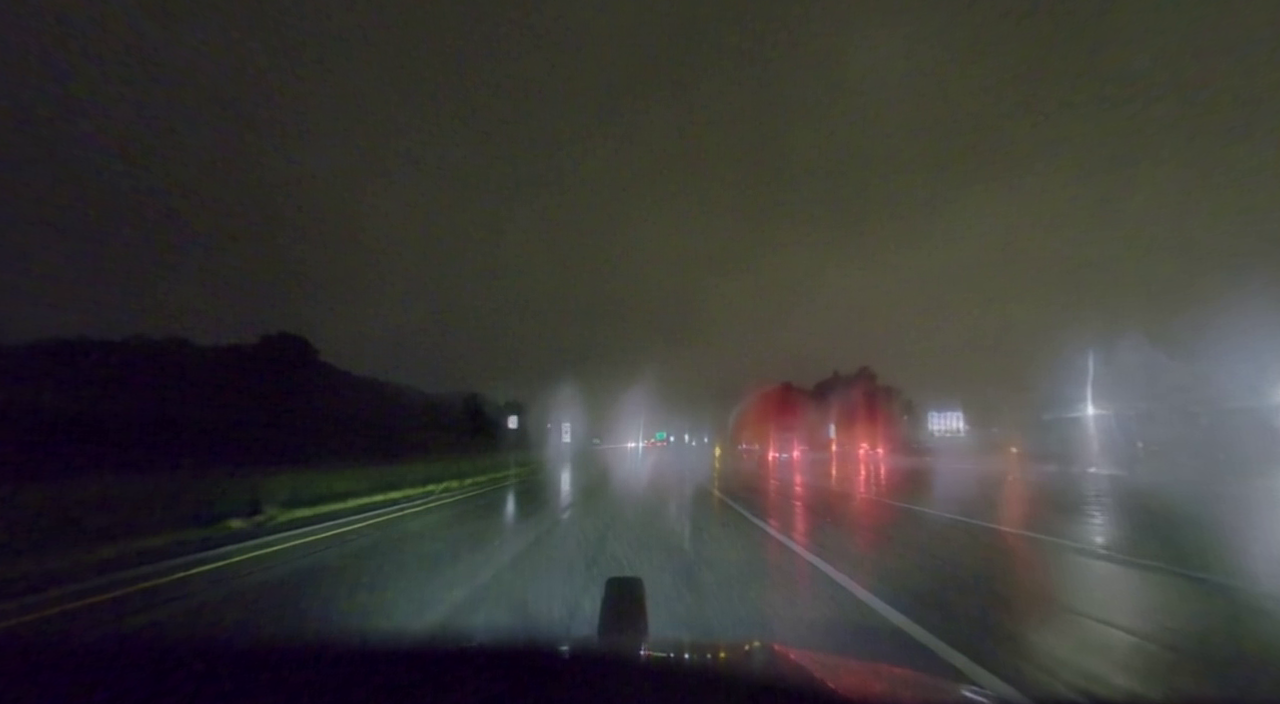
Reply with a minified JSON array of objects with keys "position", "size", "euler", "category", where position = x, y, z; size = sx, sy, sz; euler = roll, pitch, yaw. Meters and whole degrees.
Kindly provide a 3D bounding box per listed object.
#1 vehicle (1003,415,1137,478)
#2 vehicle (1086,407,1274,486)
[{"position":[27.553,6.146,41.023],"size":[3.002,3.604,7.524],"euler":[-1,-9,-2],"category":"vehicle"},{"position":[27.550,4.923,32.830],"size":[2.898,3.543,7.437],"euler":[-1,-9,-1],"category":"vehicle"}]
